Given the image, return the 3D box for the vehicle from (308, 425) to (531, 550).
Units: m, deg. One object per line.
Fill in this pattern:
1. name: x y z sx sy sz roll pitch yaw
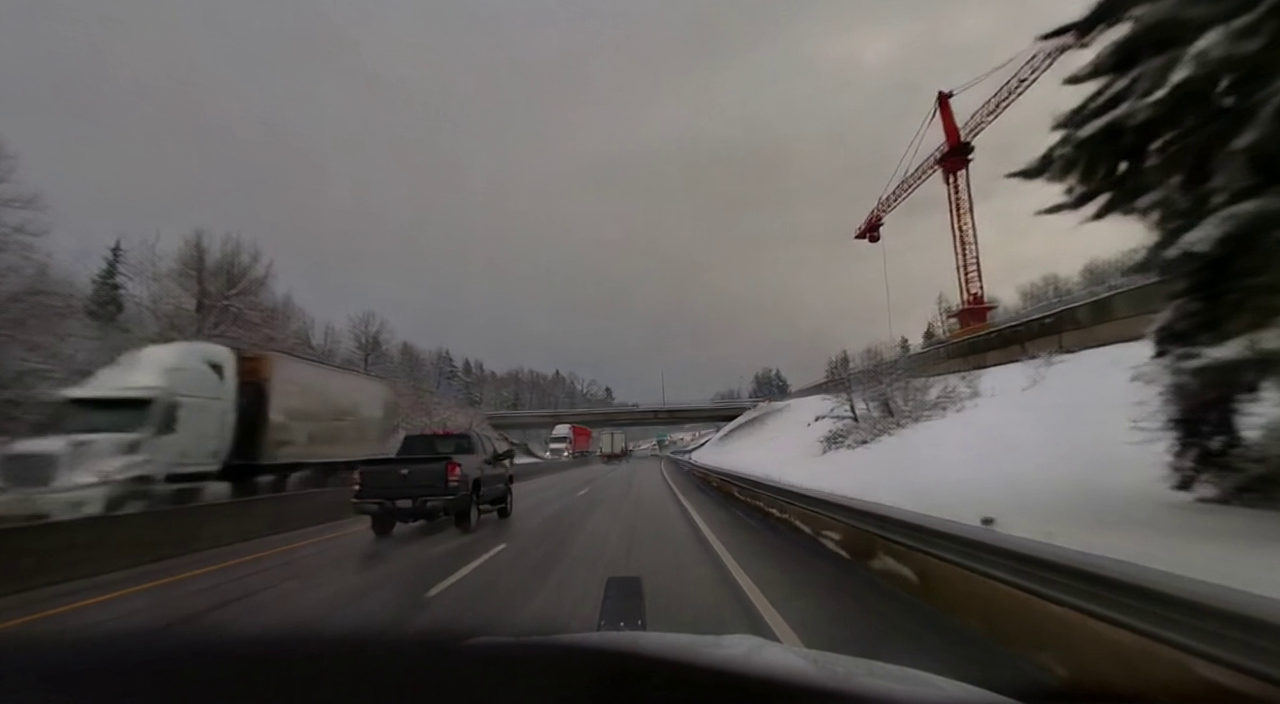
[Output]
1. vehicle: -3.285 2.118 10.435 2.194 1.648 3.984 0 -9 1

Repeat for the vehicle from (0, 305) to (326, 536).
1. vehicle: -10.045 1.592 13.776 3.012 3.952 5.836 -1 -9 2
